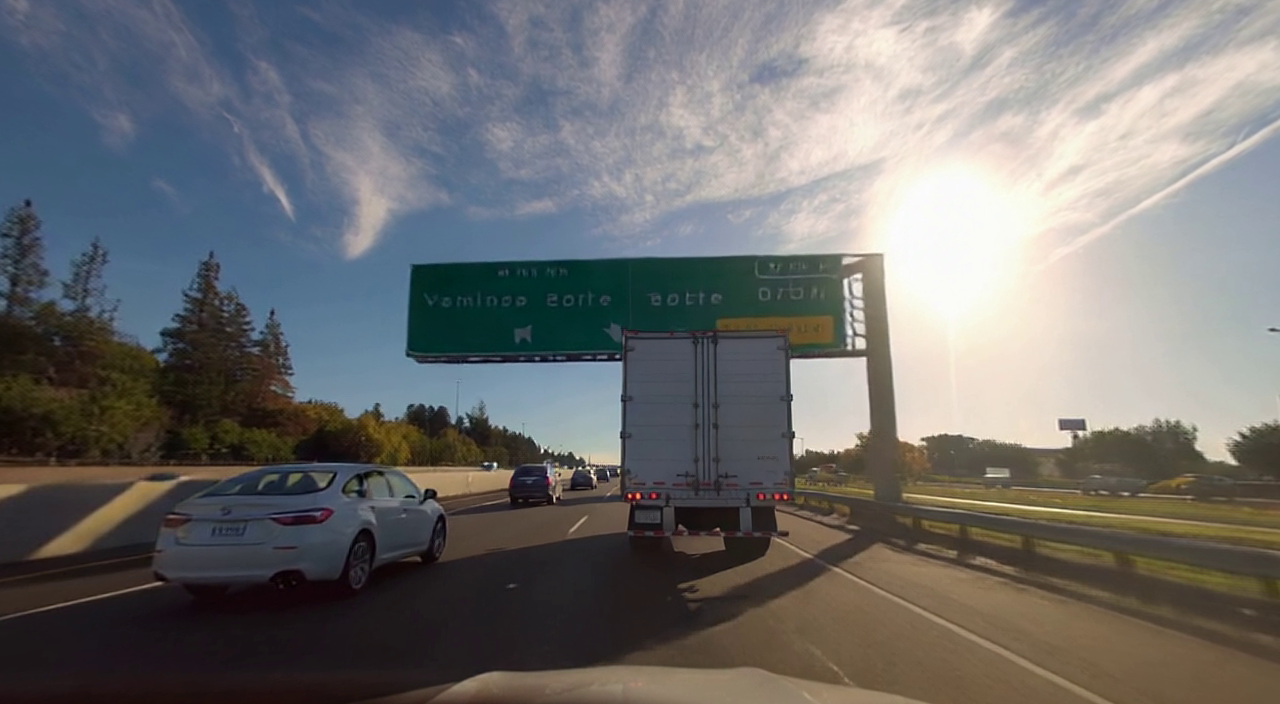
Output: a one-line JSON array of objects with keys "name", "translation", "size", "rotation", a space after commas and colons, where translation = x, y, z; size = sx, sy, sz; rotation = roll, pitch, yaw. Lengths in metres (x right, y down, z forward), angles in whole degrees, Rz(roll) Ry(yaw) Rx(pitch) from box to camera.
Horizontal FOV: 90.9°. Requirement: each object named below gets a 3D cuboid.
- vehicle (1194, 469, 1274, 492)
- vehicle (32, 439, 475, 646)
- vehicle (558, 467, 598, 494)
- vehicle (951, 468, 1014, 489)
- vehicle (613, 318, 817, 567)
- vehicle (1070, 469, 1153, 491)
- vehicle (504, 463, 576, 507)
[{"name": "vehicle", "translation": [42.188, 9.120, 44.756], "size": [3.974, 1.485, 1.709], "rotation": [1, -11, -3]}, {"name": "vehicle", "translation": [-3.518, 1.865, 7.128], "size": [1.983, 1.509, 4.679], "rotation": [1, -11, 1]}, {"name": "vehicle", "translation": [-3.470, 7.333, 36.016], "size": [1.867, 1.418, 3.670], "rotation": [0, -11, 1]}, {"name": "vehicle", "translation": [26.404, 9.767, 48.712], "size": [4.107, 1.485, 1.796], "rotation": [-4, -11, 23]}, {"name": "vehicle", "translation": [1.011, 2.039, 13.338], "size": [2.831, 3.529, 8.689], "rotation": [1, -11, -1]}, {"name": "vehicle", "translation": [33.674, 9.167, 45.064], "size": [4.299, 1.465, 1.807], "rotation": [-1, -11, 9]}, {"name": "vehicle", "translation": [-3.712, 5.056, 24.160], "size": [1.964, 1.482, 4.371], "rotation": [0, -11, 1]}]
